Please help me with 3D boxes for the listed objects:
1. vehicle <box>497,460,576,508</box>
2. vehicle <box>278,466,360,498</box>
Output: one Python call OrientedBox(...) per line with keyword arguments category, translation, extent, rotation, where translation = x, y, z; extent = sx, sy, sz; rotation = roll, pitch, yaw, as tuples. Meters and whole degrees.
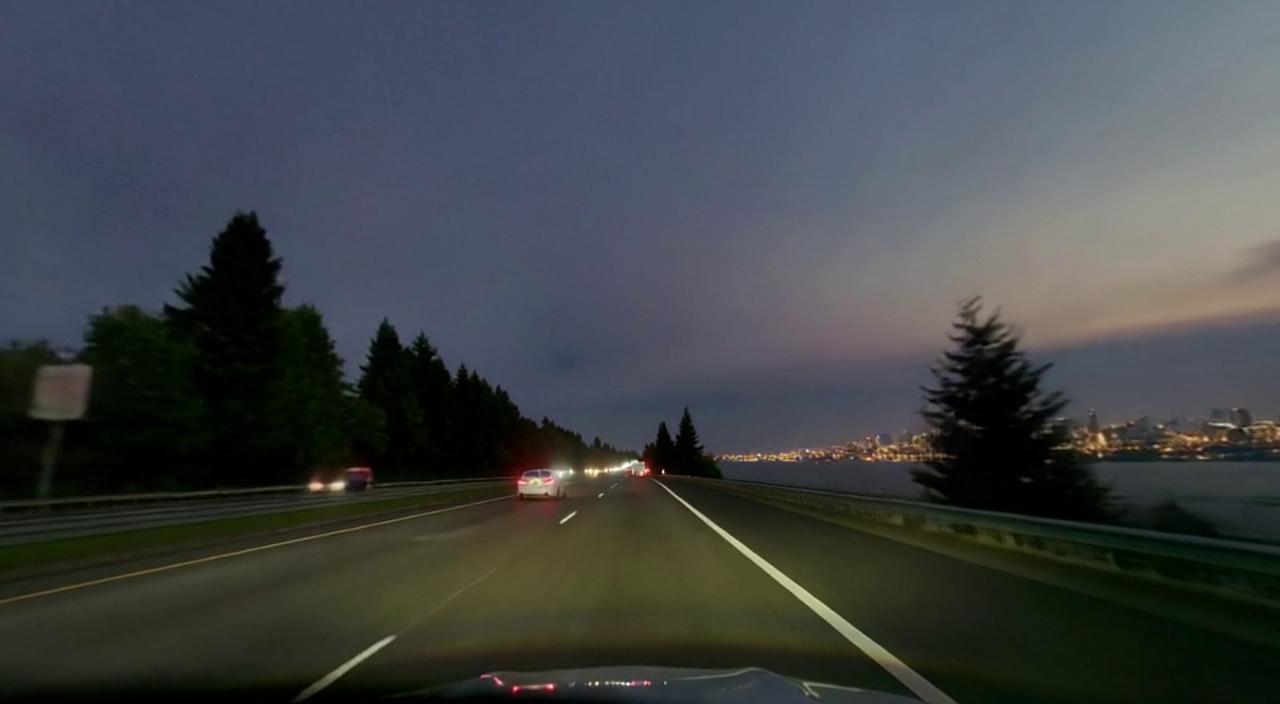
OrientedBox(category="vehicle", translation=(-3.654, 4.810, 23.135), extent=(2.006, 1.516, 4.820), rotation=(1, -11, 1))
OrientedBox(category="vehicle", translation=(-16.592, 6.726, 32.830), extent=(1.880, 1.526, 4.462), rotation=(1, -11, 1))
